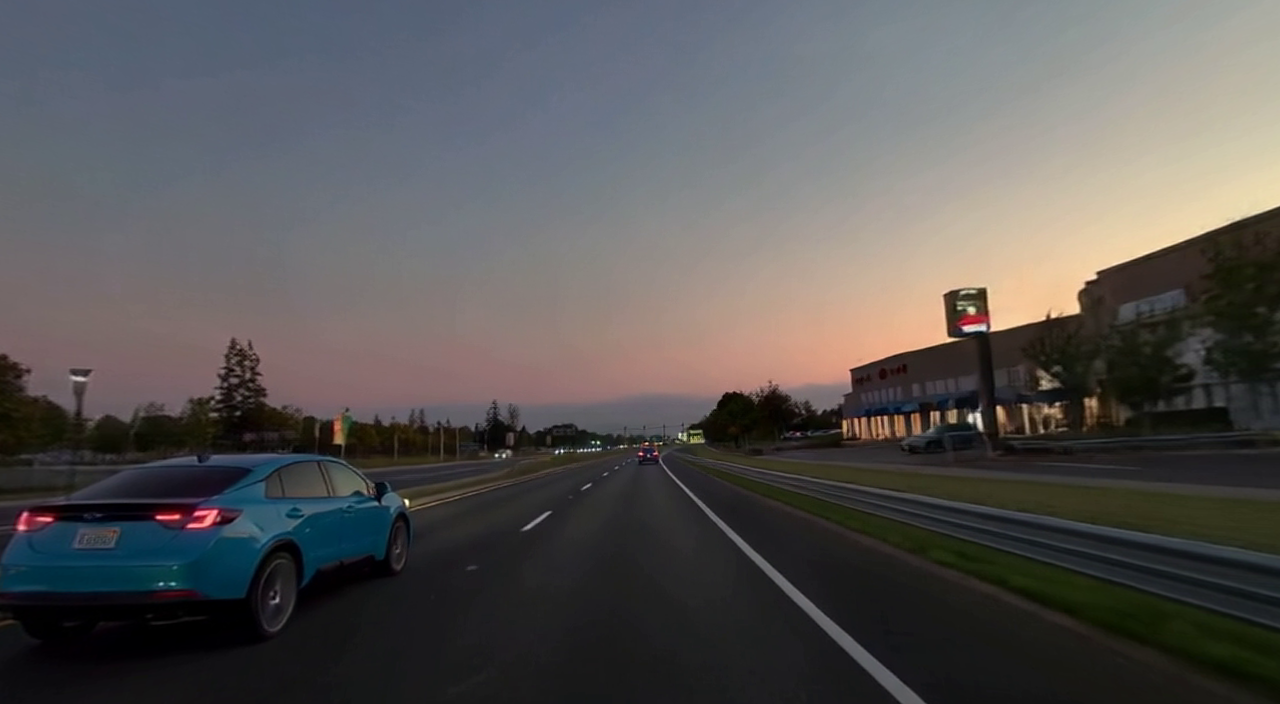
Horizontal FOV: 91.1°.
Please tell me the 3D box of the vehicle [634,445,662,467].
[{"bbox_3d":[0.579,7.796,47.228,2.014,1.507,3.960,-1,-9,1],"label":"vehicle"}]
